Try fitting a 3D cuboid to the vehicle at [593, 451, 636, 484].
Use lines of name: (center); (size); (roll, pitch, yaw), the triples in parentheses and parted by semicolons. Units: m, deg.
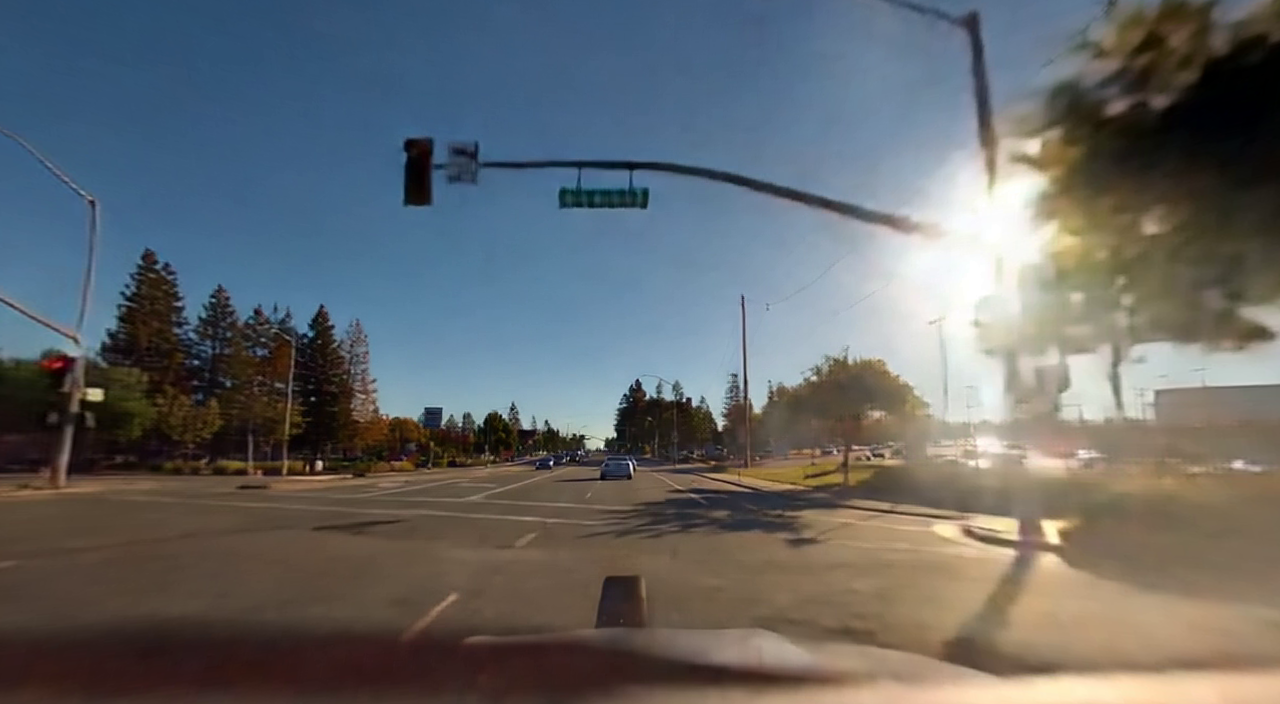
vehicle: (-1.245, 5.462, 30.201); (1.917, 1.418, 3.987); (0, -8, -3)
